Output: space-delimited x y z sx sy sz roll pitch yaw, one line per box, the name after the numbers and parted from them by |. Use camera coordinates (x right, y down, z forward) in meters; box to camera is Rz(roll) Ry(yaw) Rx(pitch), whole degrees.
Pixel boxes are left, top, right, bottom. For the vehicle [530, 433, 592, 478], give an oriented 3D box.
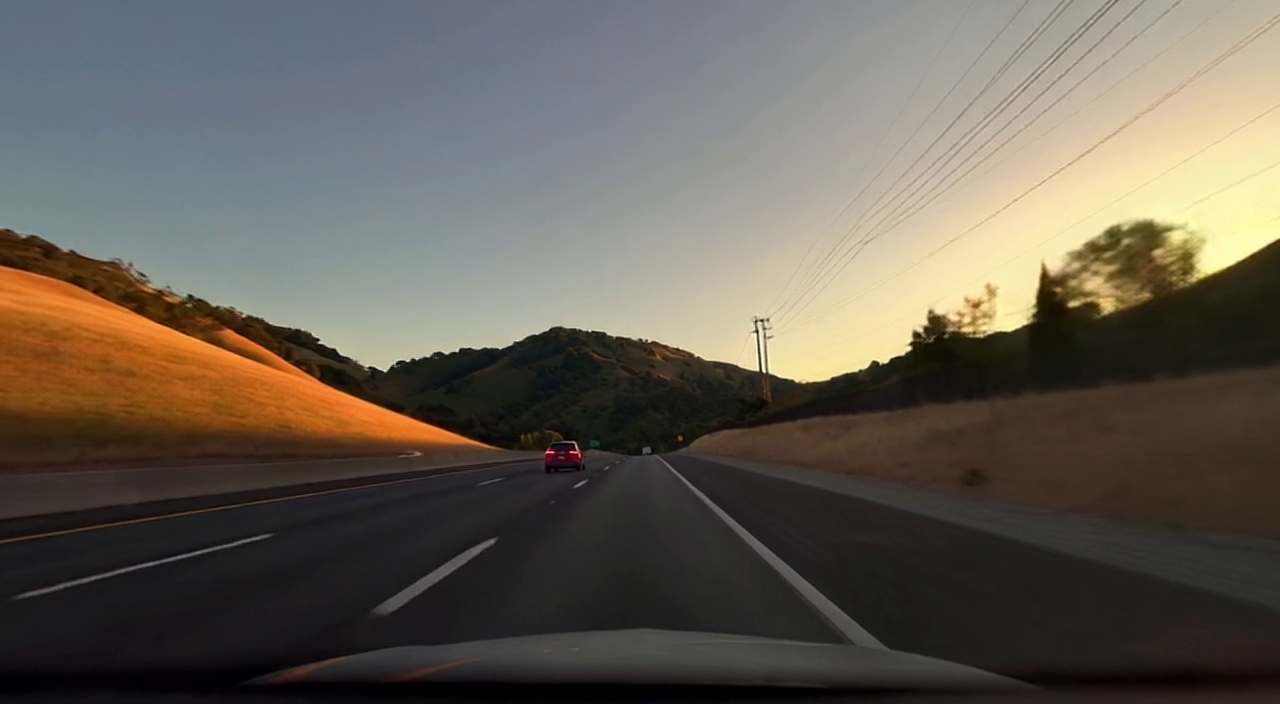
-3.503 4.704 28.889 2.136 1.845 4.515 0 -8 1 | vehicle
